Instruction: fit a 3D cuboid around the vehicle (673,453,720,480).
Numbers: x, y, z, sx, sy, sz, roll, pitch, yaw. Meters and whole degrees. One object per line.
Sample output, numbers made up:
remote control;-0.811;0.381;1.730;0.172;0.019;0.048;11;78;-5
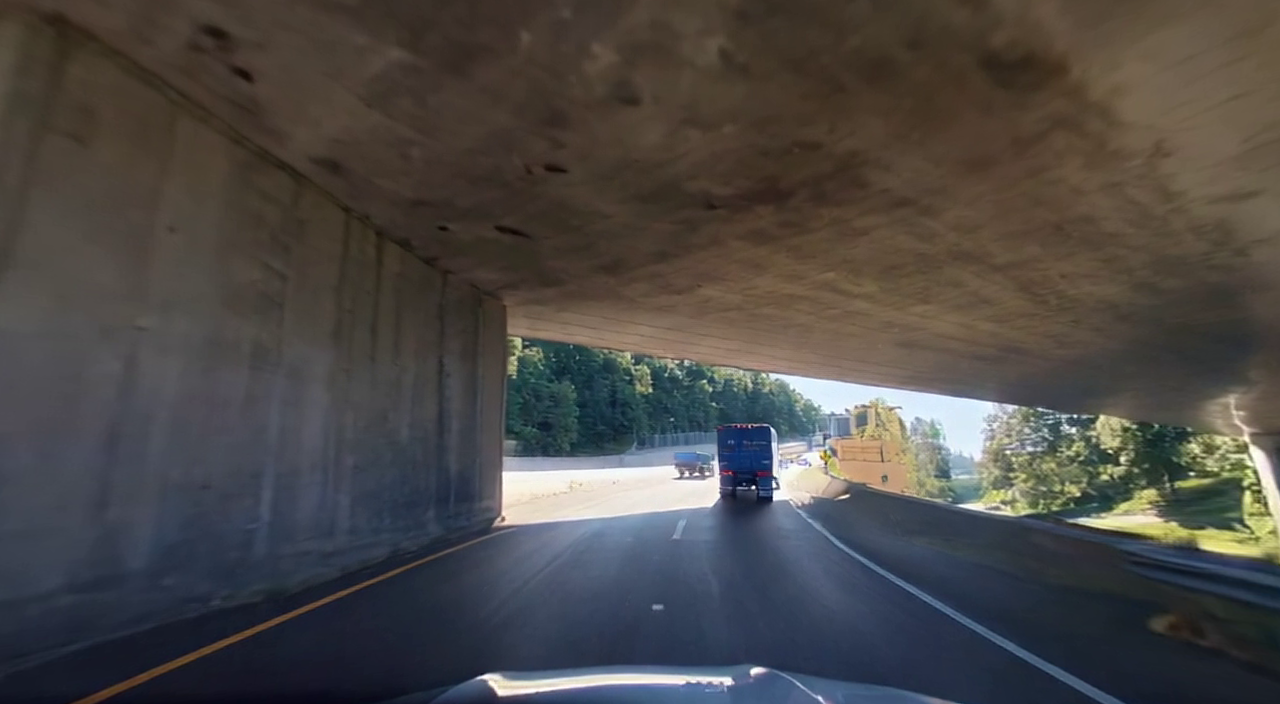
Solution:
vehicle;3.304;6.516;36.144;1.940;1.444;4.024;-3;-9;16
